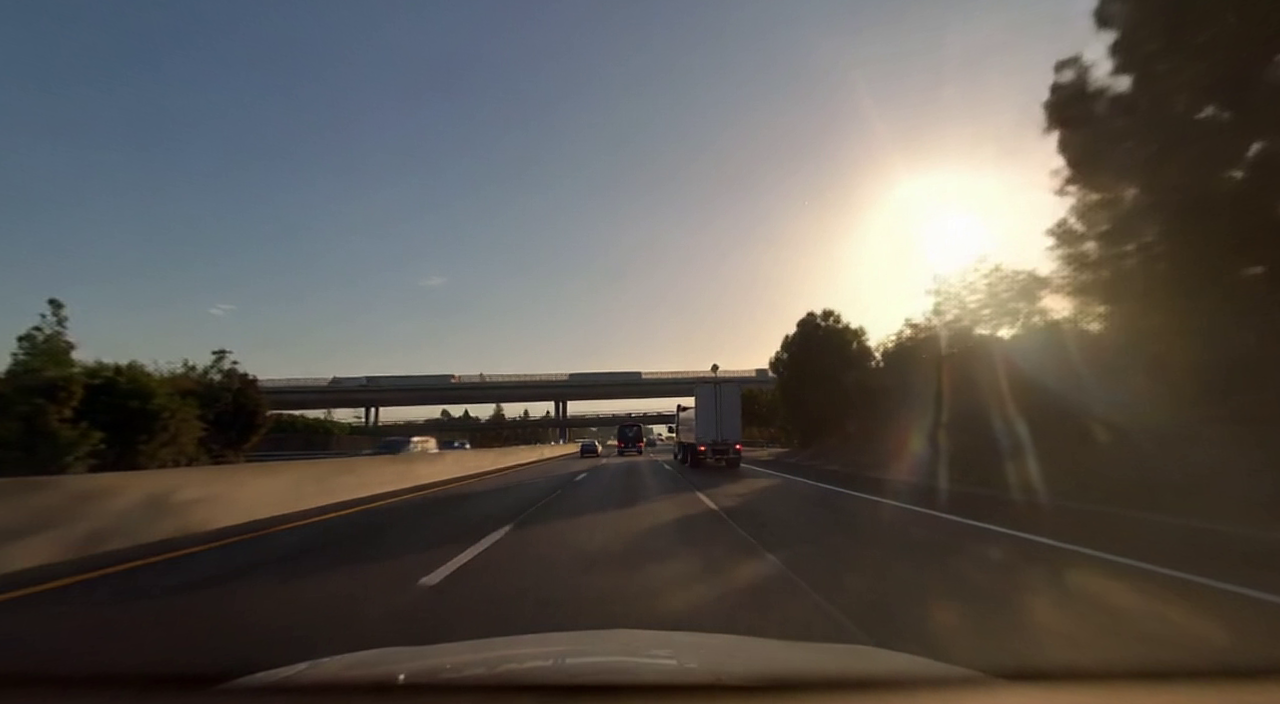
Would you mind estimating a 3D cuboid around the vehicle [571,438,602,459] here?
[{"bbox_3d":[-4.157,7.636,49.862,2.111,1.536,4.270,0,-8,0],"label":"vehicle"}]

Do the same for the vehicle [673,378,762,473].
[{"bbox_3d":[3.576,3.897,32.189,2.997,3.983,10.860,1,-8,-1],"label":"vehicle"}]

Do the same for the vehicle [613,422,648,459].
[{"bbox_3d":[-0.729,6.856,48.577,2.481,2.618,6.314,0,-8,0],"label":"vehicle"}]
